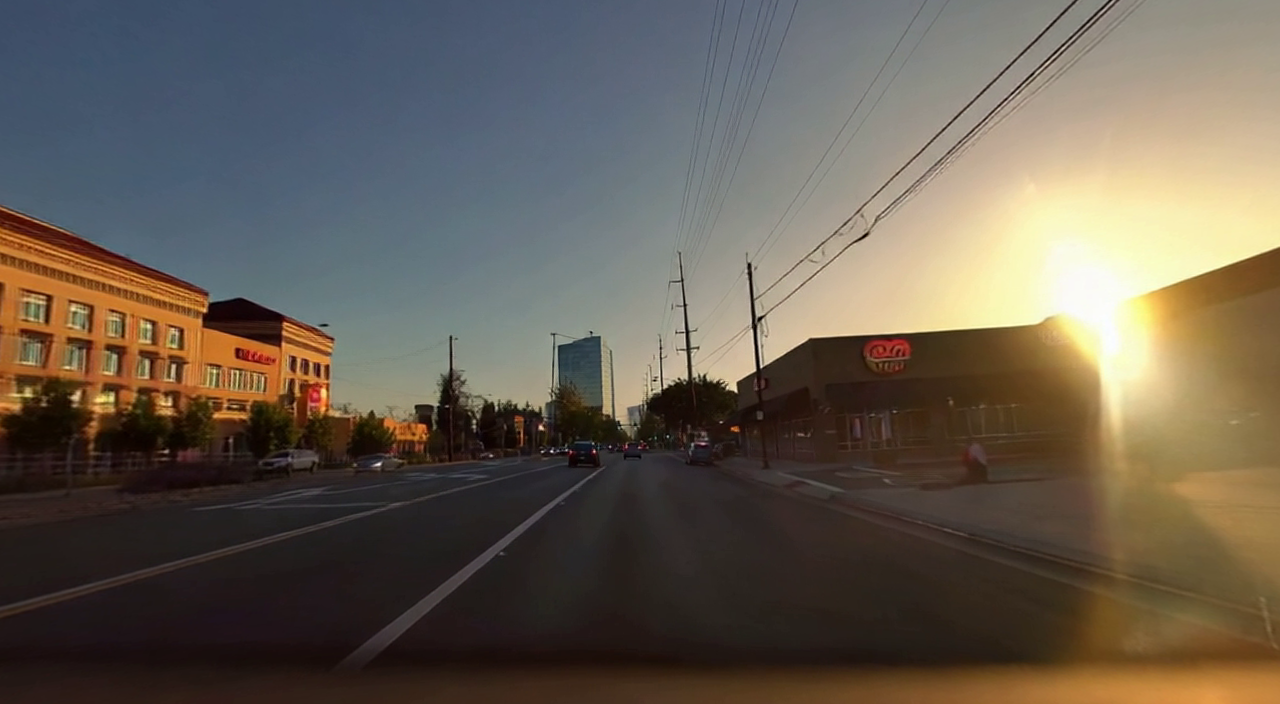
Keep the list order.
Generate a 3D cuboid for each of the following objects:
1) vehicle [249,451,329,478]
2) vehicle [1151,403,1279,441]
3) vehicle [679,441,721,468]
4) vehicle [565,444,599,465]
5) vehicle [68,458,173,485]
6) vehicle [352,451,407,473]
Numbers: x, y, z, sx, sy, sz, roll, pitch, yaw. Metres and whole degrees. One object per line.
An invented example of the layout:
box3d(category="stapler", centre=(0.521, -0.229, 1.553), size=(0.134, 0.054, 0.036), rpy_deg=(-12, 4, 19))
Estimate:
box3d(category="vehicle", centre=(-25.299, 8.083, 45.726), size=(2.239, 1.802, 4.652), rpy_deg=(-4, -9, 21))
box3d(category="vehicle", centre=(33.591, 4.139, 36.745), size=(2.071, 1.958, 5.485), rpy_deg=(4, -10, -27))
box3d(category="vehicle", centre=(3.525, 6.131, 37.983), size=(1.922, 1.507, 4.824), rpy_deg=(0, -9, -1))
box3d(category="vehicle", centre=(-4.282, 7.658, 47.436), size=(2.179, 1.490, 4.742), rpy_deg=(0, -9, -1))
box3d(category="vehicle", centre=(-32.390, 7.426, 39.470), size=(4.720, 1.556, 2.070), rpy_deg=(0, -9, 1))
box3d(category="vehicle", centre=(-18.535, 7.817, 45.153), size=(1.990, 1.500, 4.467), rpy_deg=(0, -9, 0))
